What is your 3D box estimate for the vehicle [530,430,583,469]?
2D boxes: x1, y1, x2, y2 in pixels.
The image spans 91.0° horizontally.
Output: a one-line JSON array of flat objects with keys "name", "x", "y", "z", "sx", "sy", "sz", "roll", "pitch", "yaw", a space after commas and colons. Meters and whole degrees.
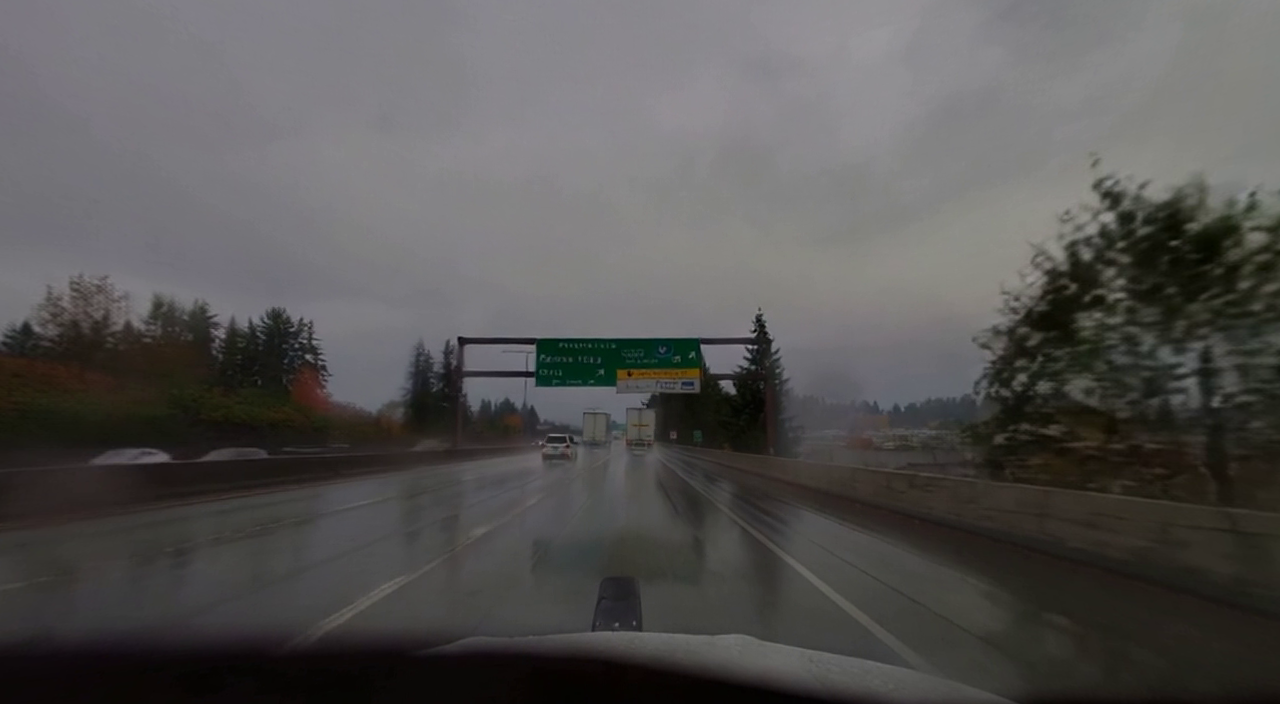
[{"name": "vehicle", "x": -4.202, "y": 4.986, "z": 32.412, "sx": 2.127, "sy": 1.839, "sz": 4.984, "roll": 0, "pitch": -8, "yaw": -1}]

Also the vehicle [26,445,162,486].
[{"name": "vehicle", "x": -23.466, "y": 4.854, "z": 27.339, "sx": 1.883, "sy": 1.593, "sz": 4.450, "roll": 0, "pitch": -8, "yaw": 0}]

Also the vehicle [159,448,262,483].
[{"name": "vehicle", "x": -19.312, "y": 5.097, "z": 28.547, "sx": 1.748, "sy": 1.418, "sz": 4.136, "roll": 0, "pitch": -8, "yaw": -1}]
